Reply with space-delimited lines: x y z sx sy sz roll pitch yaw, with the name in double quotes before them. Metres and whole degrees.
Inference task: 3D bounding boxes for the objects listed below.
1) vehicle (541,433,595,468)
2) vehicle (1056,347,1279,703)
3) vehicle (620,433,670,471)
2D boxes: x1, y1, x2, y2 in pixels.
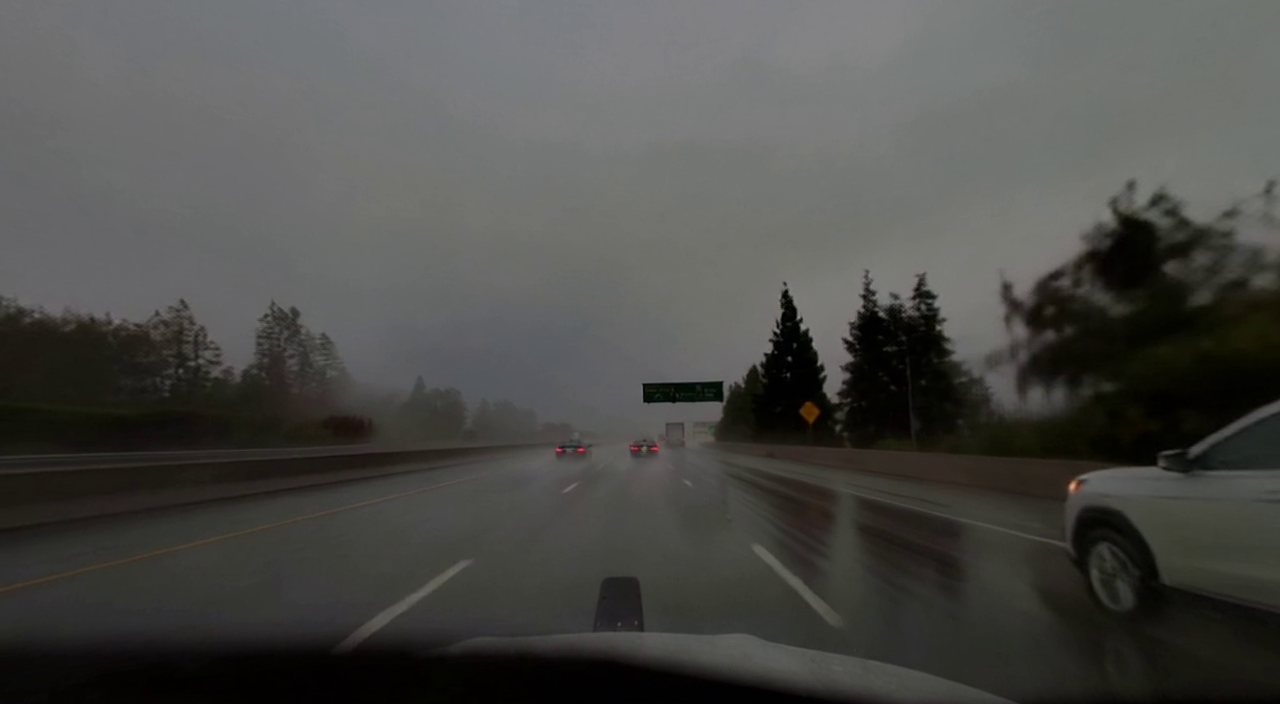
"vehicle" -3.526 4.899 31.454 2.066 1.561 4.495 0 -8 1
"vehicle" 4.091 0.746 2.378 2.025 1.707 4.279 0 -8 -1
"vehicle" 0.221 4.349 27.477 2.049 1.542 3.816 0 -8 1
